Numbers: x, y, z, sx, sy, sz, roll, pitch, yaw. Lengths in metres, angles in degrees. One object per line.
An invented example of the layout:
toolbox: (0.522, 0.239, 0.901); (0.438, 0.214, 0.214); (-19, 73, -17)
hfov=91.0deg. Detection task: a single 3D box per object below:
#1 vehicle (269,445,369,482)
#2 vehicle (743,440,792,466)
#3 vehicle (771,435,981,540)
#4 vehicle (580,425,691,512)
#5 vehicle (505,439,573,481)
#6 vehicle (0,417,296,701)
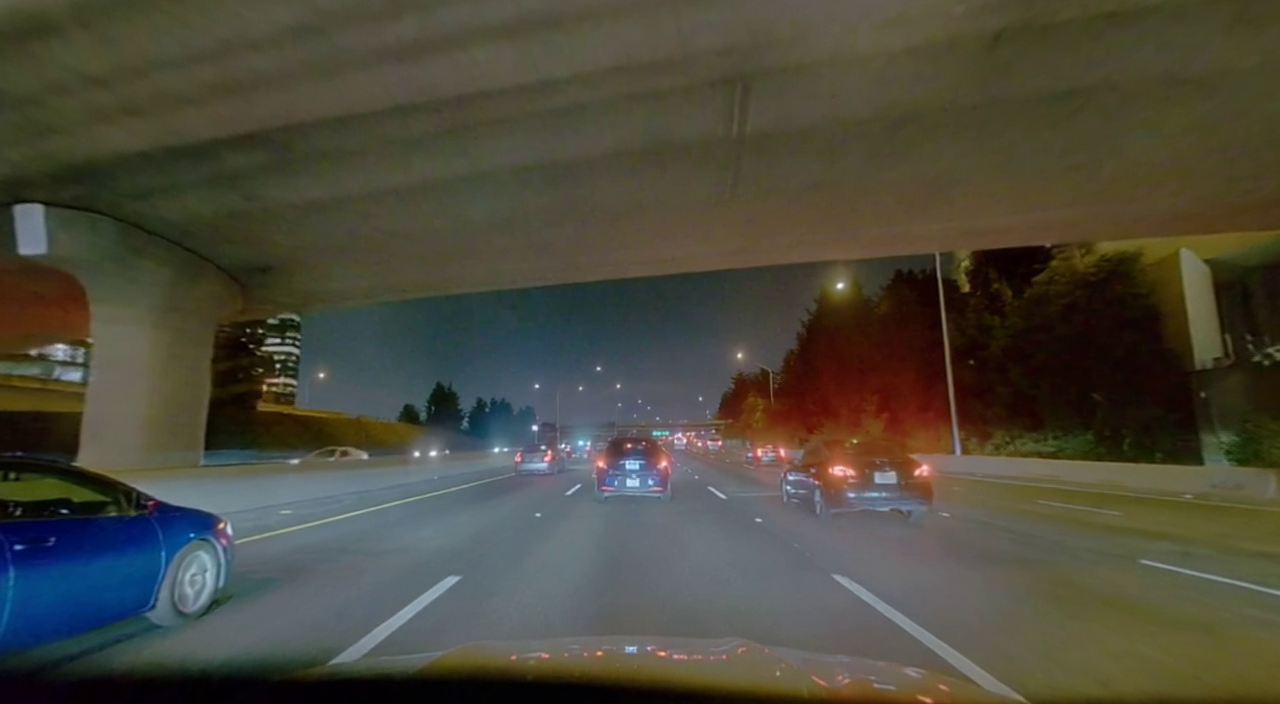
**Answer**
vehicle: (-14.748, 5.128, 29.268); (2.021, 1.561, 4.722); (0, -9, 2)
vehicle: (7.933, 6.324, 39.594); (2.049, 1.521, 4.604); (0, -9, 0)
vehicle: (3.901, 2.312, 11.459); (2.031, 1.492, 4.577); (0, -9, 0)
vehicle: (-0.068, 2.622, 14.530); (2.181, 1.697, 4.021); (0, -9, 1)
vehicle: (-3.951, 4.313, 25.463); (1.947, 1.516, 4.295); (0, -9, 1)
vehicle: (-4.348, 1.163, 3.817); (1.974, 1.478, 4.412); (0, -9, 1)
